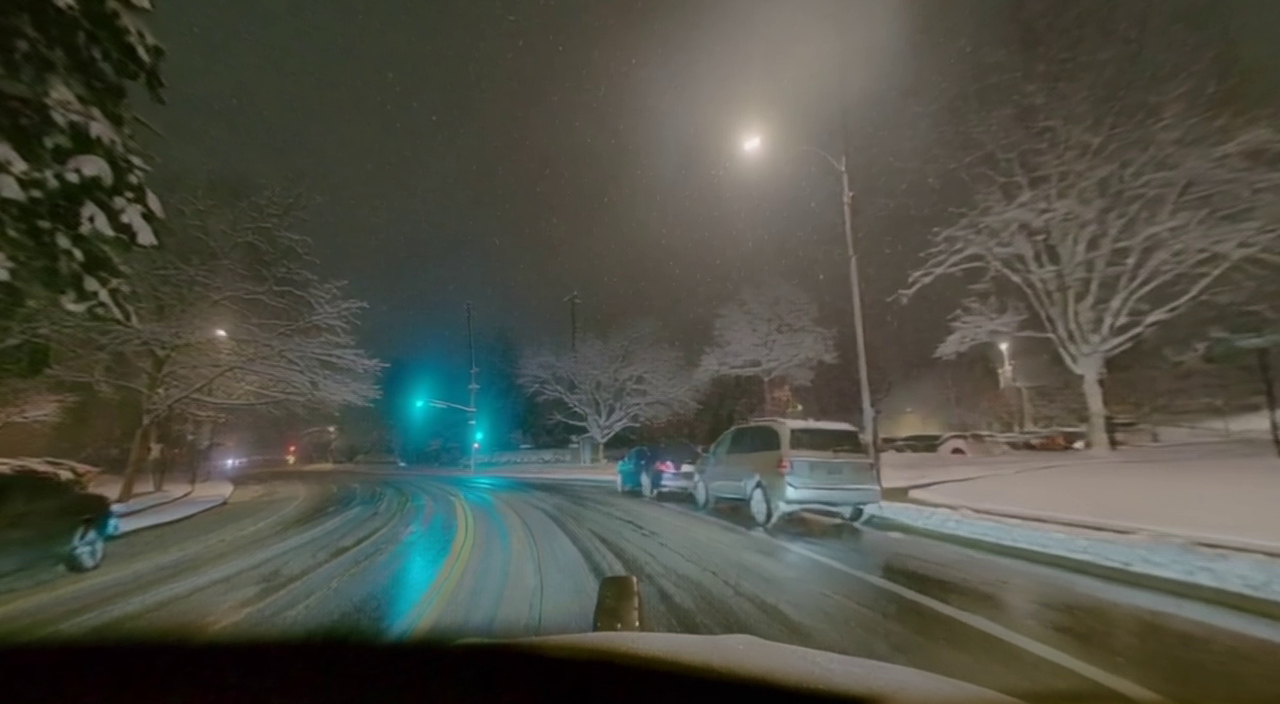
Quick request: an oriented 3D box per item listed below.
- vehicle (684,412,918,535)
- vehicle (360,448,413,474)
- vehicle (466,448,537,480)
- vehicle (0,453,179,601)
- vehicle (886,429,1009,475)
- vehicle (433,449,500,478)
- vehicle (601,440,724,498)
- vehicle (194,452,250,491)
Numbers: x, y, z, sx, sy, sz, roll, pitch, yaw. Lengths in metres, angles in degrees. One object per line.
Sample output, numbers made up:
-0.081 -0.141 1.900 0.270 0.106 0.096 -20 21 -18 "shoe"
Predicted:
2.618 2.153 11.936 2.289 1.785 4.944 1 -8 -12 "vehicle"
-19.961 8.521 49.535 2.255 1.863 5.629 6 -10 -38 "vehicle"
-7.197 5.695 32.512 1.884 1.508 4.713 5 -10 -34 "vehicle"
-8.222 2.177 8.004 2.142 1.483 4.629 -3 -7 -13 "vehicle"
11.457 3.659 23.448 4.577 1.531 2.098 6 -10 -36 "vehicle"
-10.151 6.454 36.805 2.016 1.509 4.789 6 -10 -38 "vehicle"
0.502 3.448 19.150 2.066 1.509 4.579 3 -9 -21 "vehicle"
-23.553 6.607 35.482 2.171 1.838 5.344 2 -8 -38 "vehicle"
